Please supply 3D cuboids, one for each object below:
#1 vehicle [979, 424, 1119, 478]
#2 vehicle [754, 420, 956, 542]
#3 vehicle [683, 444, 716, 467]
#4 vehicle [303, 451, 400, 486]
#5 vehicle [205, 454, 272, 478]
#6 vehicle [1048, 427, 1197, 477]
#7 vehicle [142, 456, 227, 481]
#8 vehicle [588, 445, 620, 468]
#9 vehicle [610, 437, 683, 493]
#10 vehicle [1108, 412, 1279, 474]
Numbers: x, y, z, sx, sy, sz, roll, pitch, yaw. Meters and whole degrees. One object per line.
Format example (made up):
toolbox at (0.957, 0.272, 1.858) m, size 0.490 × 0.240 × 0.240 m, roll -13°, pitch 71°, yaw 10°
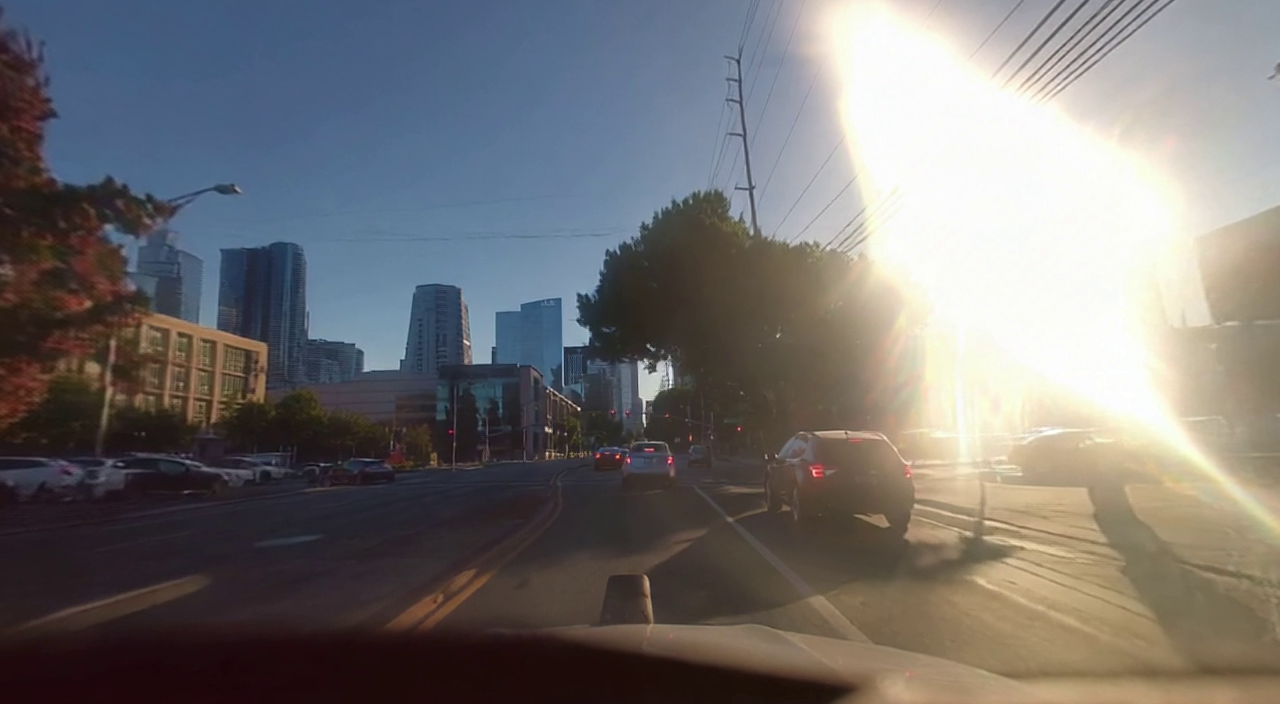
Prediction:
vehicle at (13.479, 3.310, 21.155) m, size 1.899 × 1.602 × 4.297 m, roll -1°, pitch -8°, yaw 2°
vehicle at (3.473, 2.174, 11.305) m, size 2.024 × 1.711 × 4.512 m, roll 0°, pitch -8°, yaw 0°
vehicle at (4.117, 7.185, 43.935) m, size 1.880 × 1.503 × 4.130 m, roll 0°, pitch -8°, yaw 0°
vehicle at (-14.727, 5.947, 32.223) m, size 4.290 × 1.510 × 2.006 m, roll -6°, pitch -10°, yaw 18°
vehicle at (-30.358, 8.585, 47.832) m, size 1.903 × 1.649 × 4.654 m, roll 0°, pitch -8°, yaw 1°
vehicle at (16.129, 3.370, 21.386) m, size 2.018 × 1.488 × 4.059 m, roll -1°, pitch -8°, yaw 4°
vehicle at (-30.382, 7.771, 42.266) m, size 1.951 × 1.459 × 4.803 m, roll -1°, pitch -8°, yaw 2°
vehicle at (-2.567, 7.262, 44.035) m, size 2.104 × 1.488 × 4.546 m, roll 0°, pitch -8°, yaw -5°
vehicle at (0.213, 3.704, 21.066) m, size 2.200 × 1.653 × 4.127 m, roll 0°, pitch -8°, yaw 1°
vehicle at (18.703, 3.122, 21.347) m, size 1.950 × 1.797 × 4.967 m, roll -3°, pitch -10°, yaw 3°
